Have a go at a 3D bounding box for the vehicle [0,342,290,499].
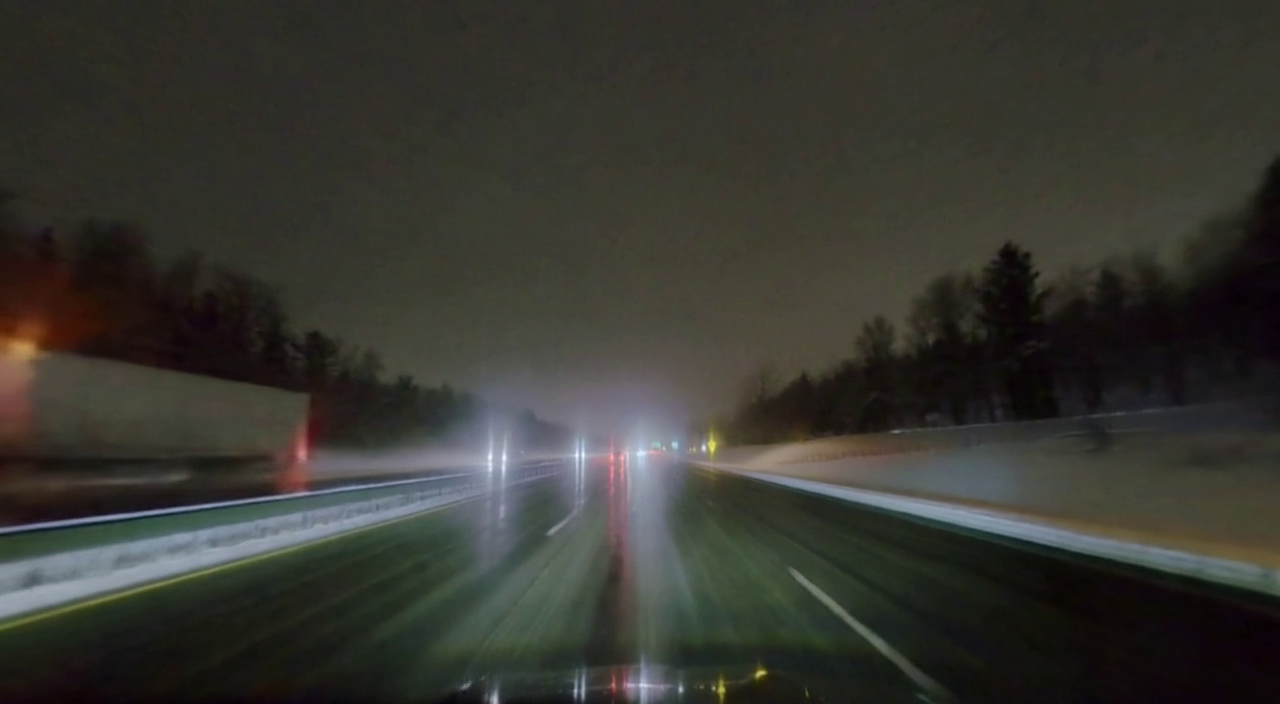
[{"bbox_3d":[-17.953,2.687,21.937,2.914,4.015,14.672,0,-9,1],"label":"vehicle"}]
